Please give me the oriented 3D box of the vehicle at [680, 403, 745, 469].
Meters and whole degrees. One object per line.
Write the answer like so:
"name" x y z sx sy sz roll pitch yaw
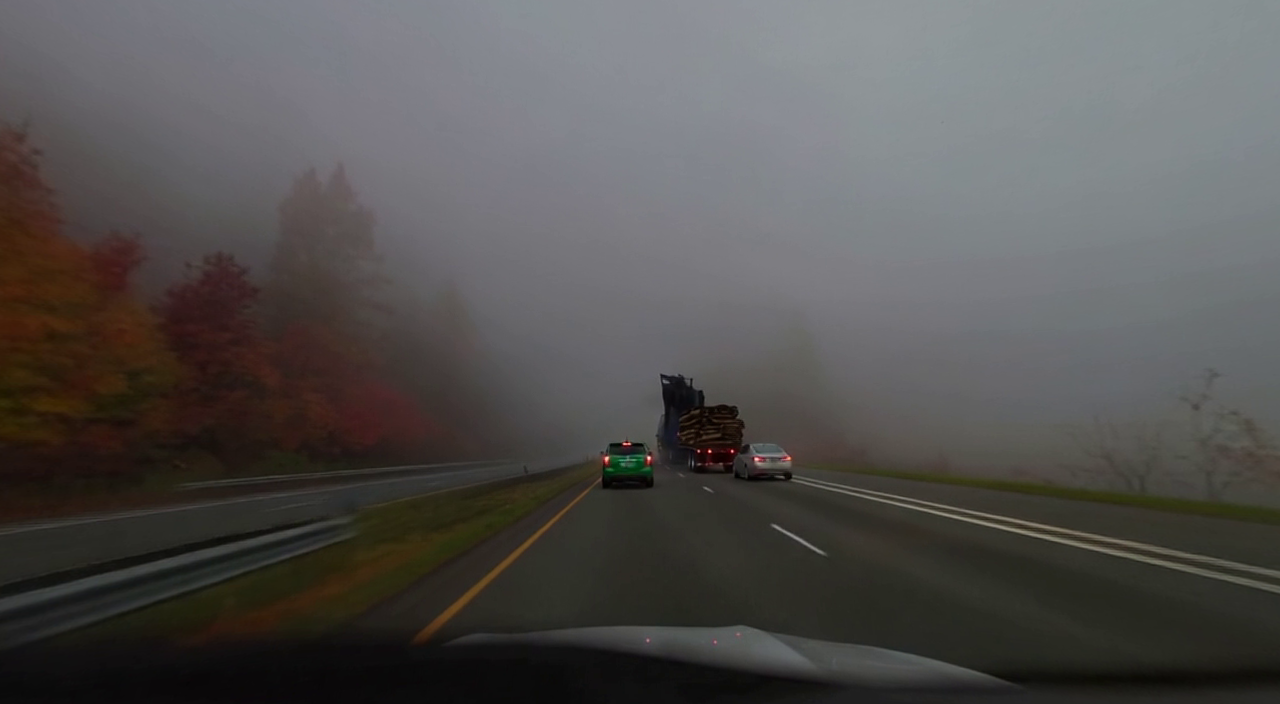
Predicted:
"vehicle" 4.585 5.634 41.530 3.125 3.895 8.461 0 -9 -1

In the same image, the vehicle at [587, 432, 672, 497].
"vehicle" -0.280 3.302 18.784 2.263 1.699 3.936 -1 -9 0

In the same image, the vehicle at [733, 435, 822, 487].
"vehicle" 4.864 3.925 22.920 2.057 1.660 4.525 0 -9 -2
